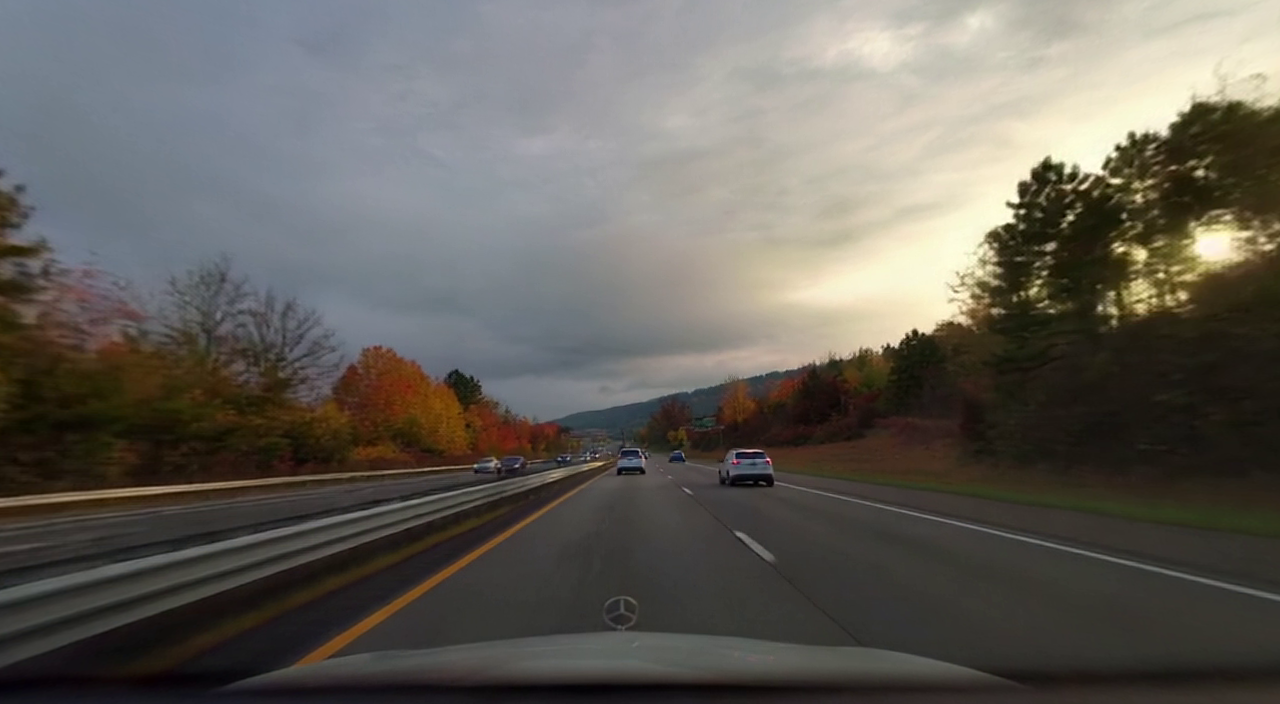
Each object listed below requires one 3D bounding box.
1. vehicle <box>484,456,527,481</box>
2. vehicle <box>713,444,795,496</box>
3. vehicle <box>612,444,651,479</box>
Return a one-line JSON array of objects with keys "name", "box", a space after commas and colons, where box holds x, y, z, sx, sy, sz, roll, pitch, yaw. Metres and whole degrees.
[{"name": "vehicle", "box": [-9.309, 8.107, 43.858, 1.935, 1.532, 4.629, -1, -9, 1]}, {"name": "vehicle", "box": [3.623, 3.824, 20.724, 1.843, 1.505, 4.339, 0, -9, -1]}, {"name": "vehicle", "box": [-0.427, 5.783, 33.280, 1.937, 1.699, 3.936, -1, -9, 0]}]
